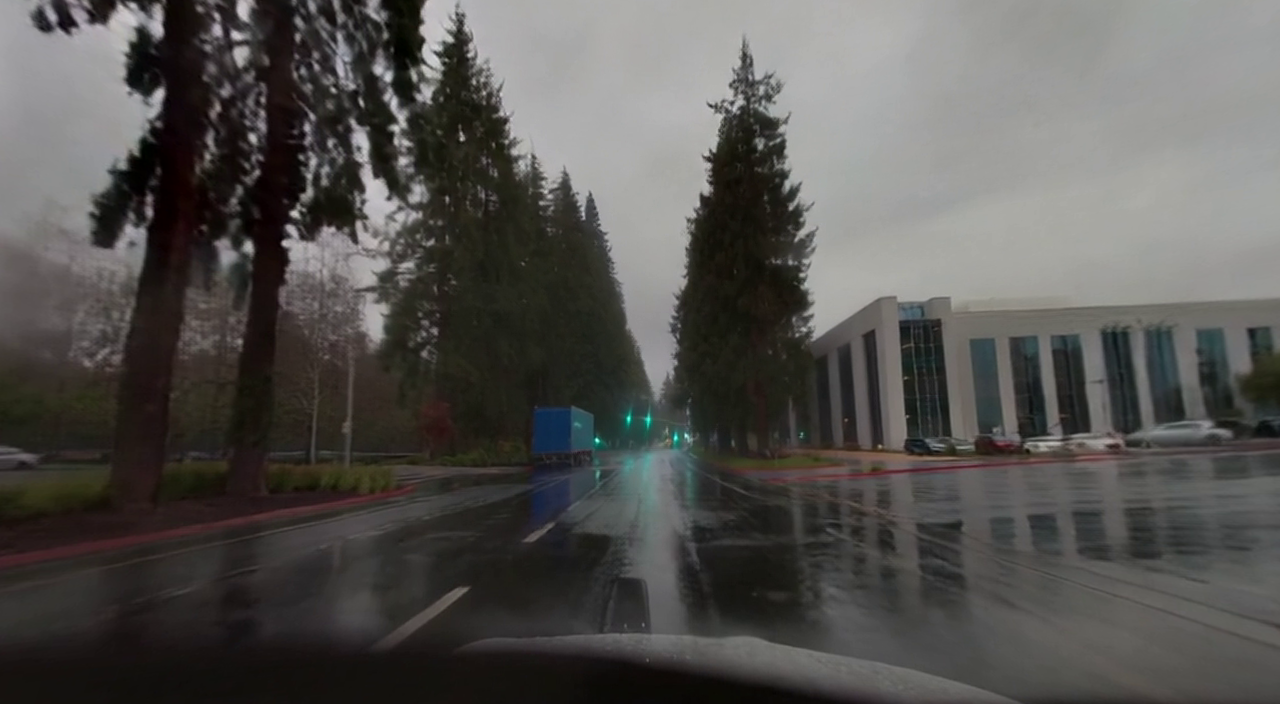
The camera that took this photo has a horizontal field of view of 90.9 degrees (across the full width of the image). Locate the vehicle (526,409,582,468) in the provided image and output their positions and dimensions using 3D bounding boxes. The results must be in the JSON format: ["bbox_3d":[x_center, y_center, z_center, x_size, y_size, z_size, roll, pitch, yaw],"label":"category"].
[{"bbox_3d":[-6.336,6.604,47.847,3.053,4.058,8.110,0,-9,0],"label":"vehicle"}]
